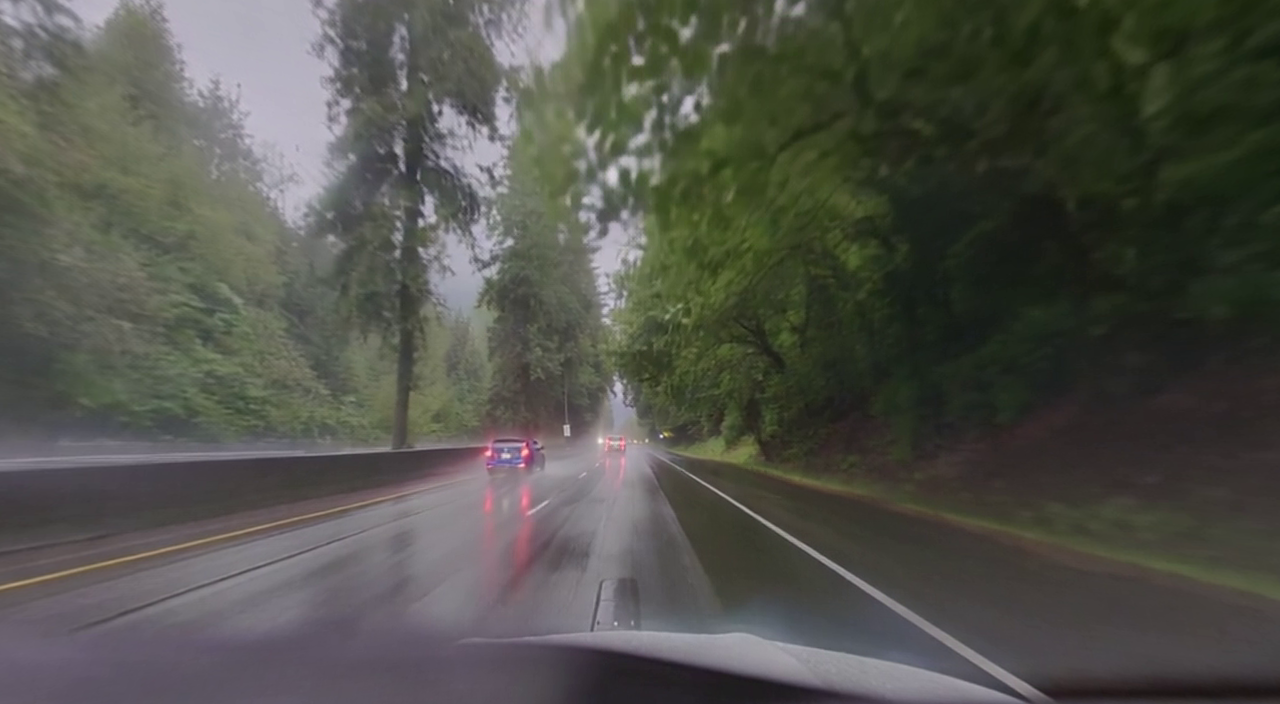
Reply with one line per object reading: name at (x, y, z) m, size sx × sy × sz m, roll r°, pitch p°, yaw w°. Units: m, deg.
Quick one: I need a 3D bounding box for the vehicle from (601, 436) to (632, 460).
vehicle at (-1.689, 7.073, 46.546) m, size 2.159 × 1.670 × 4.395 m, roll 0°, pitch -8°, yaw -1°

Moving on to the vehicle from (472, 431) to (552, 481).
vehicle at (-4.621, 3.819, 23.426) m, size 2.111 × 1.645 × 4.382 m, roll 0°, pitch -8°, yaw 0°
